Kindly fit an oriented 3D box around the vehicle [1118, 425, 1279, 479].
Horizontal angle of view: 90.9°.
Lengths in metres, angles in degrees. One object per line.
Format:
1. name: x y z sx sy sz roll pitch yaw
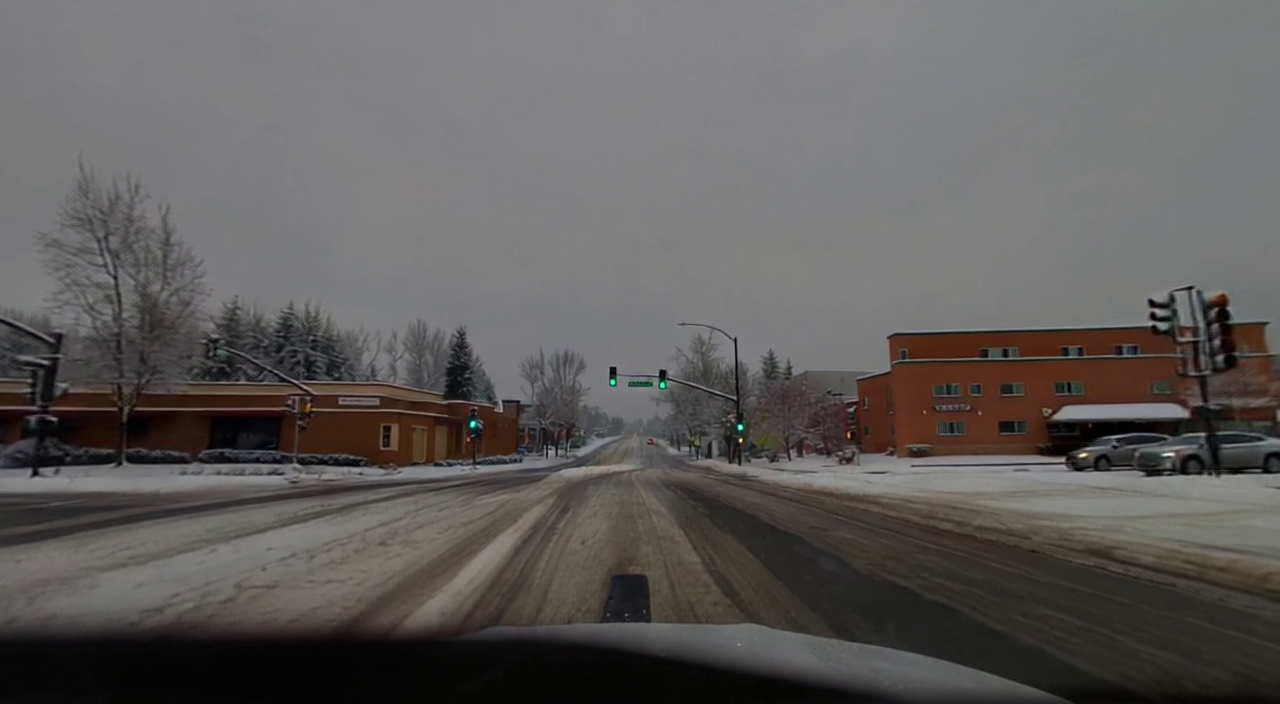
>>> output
1. vehicle: 18.165 3.163 20.035 4.288 1.600 1.927 0 -8 1
